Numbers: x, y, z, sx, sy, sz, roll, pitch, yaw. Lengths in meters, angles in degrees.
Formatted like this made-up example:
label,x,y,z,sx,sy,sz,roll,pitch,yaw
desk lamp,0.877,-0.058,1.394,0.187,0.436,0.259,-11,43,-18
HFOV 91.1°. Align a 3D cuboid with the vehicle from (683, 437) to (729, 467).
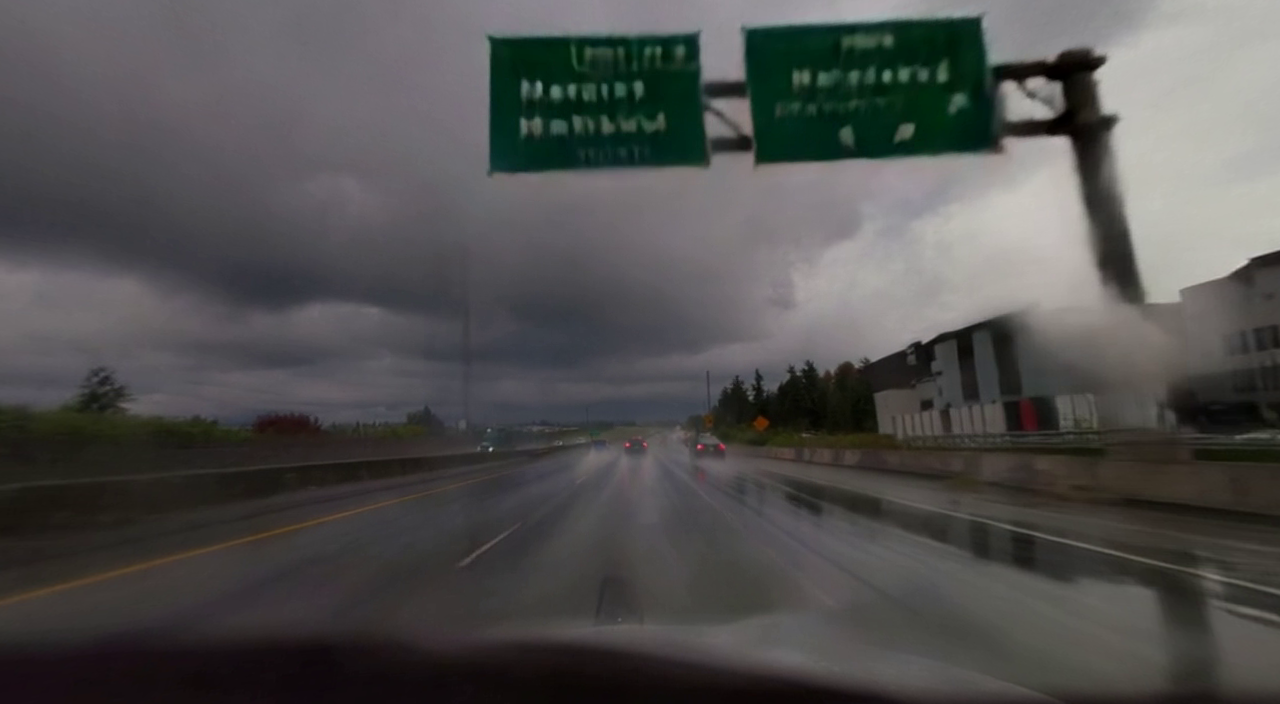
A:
label,x,y,z,sx,sy,sz,roll,pitch,yaw
vehicle,3.567,5.478,34.552,1.992,1.532,3.996,0,-8,-1
